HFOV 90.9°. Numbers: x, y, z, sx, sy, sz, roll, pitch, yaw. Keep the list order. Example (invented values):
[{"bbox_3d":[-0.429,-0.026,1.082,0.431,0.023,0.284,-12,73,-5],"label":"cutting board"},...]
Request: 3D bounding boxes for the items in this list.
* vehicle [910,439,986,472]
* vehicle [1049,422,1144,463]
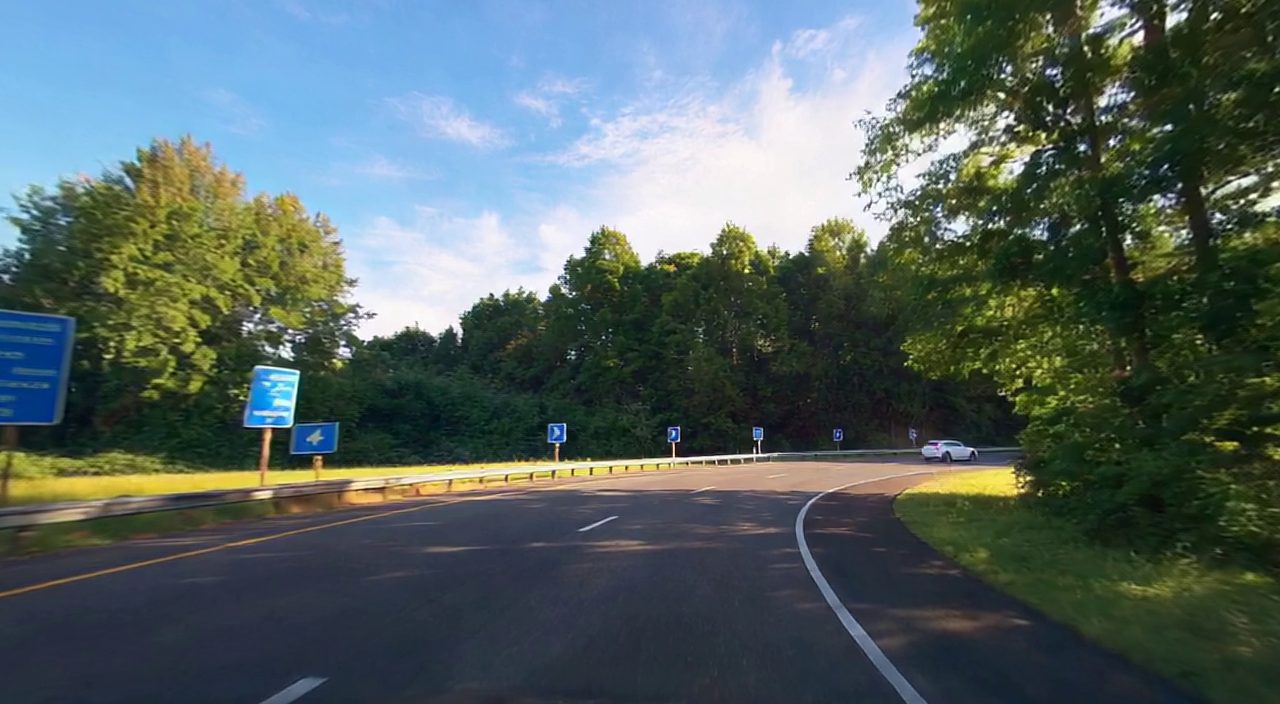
[{"bbox_3d":[17.266,5.764,35.250,4.325,1.674,2.221,8,-12,-41],"label":"vehicle"},{"bbox_3d":[33.068,6.601,45.694,5.981,2.823,2.498,3,-10,-21],"label":"vehicle"}]
